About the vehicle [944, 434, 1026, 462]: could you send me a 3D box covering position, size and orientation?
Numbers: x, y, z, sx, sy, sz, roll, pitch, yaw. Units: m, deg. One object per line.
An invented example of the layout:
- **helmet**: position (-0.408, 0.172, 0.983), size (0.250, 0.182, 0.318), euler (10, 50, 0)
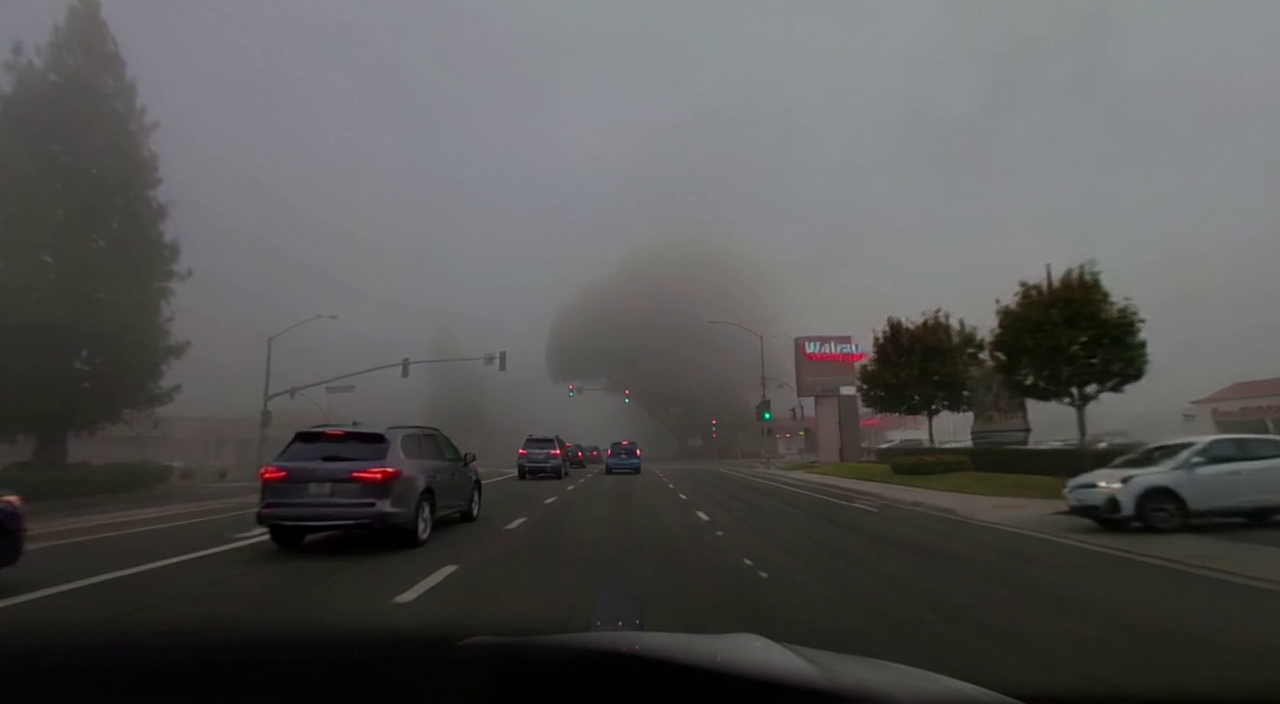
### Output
- **vehicle**: position (26.662, 7.424, 48.956), size (5.039, 1.877, 2.076), euler (-3, -8, -1)

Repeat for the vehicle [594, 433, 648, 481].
- **vehicle**: position (-0.773, 4.325, 26.303), size (2.061, 1.809, 4.141), euler (0, -8, -1)

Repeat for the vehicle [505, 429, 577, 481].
- **vehicle**: position (-4.112, 4.408, 27.409), size (2.252, 1.999, 5.605), euler (0, -8, 0)

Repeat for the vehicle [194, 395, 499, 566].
- **vehicle**: position (-3.803, 1.791, 9.522), size (2.159, 1.877, 4.925), euler (0, -8, 1)

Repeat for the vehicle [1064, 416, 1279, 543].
- **vehicle**: position (9.807, 1.953, 10.161), size (4.734, 1.726, 2.039), euler (1, -9, -10)
